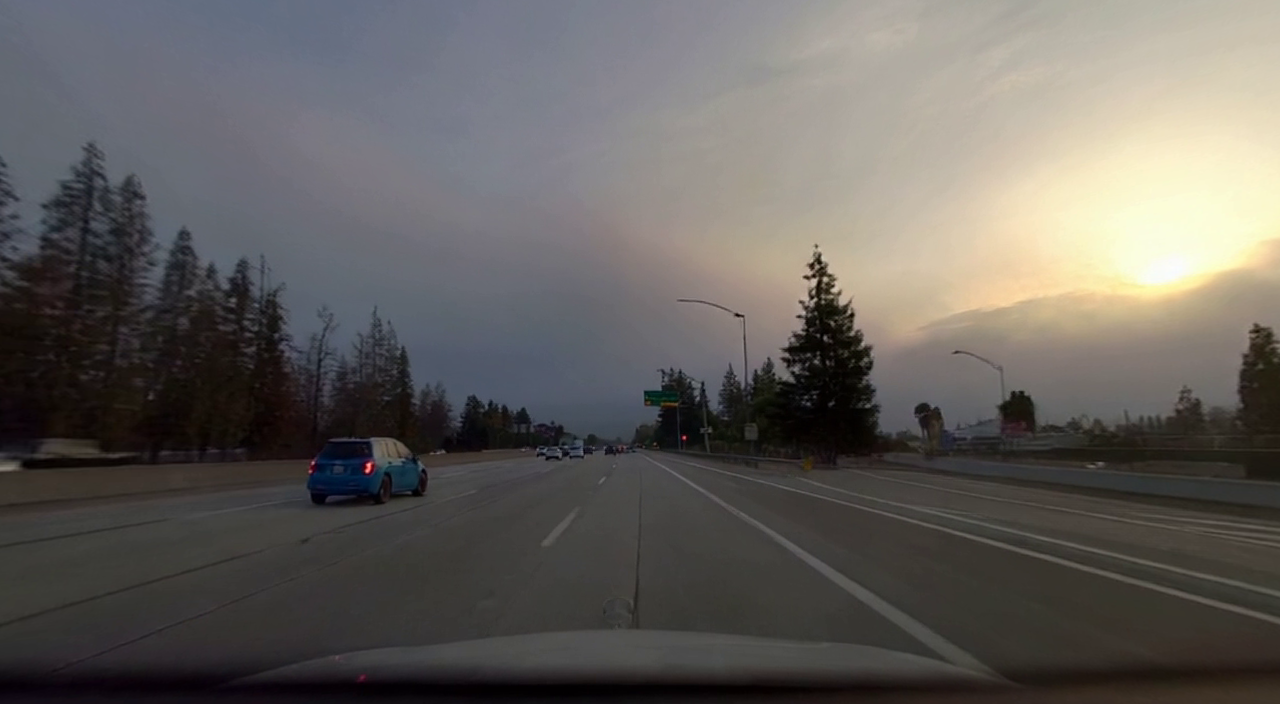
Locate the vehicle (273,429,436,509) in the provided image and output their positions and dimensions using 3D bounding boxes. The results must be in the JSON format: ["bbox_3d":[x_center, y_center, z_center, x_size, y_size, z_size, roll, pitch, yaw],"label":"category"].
[{"bbox_3d":[-7.142,2.984,16.459,2.146,1.766,4.502,0,-9,0],"label":"vehicle"}]

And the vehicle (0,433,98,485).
[{"bbox_3d":[-39.928,6.932,40.970,2.765,3.067,7.632,0,-9,-1],"label":"vehicle"}]
